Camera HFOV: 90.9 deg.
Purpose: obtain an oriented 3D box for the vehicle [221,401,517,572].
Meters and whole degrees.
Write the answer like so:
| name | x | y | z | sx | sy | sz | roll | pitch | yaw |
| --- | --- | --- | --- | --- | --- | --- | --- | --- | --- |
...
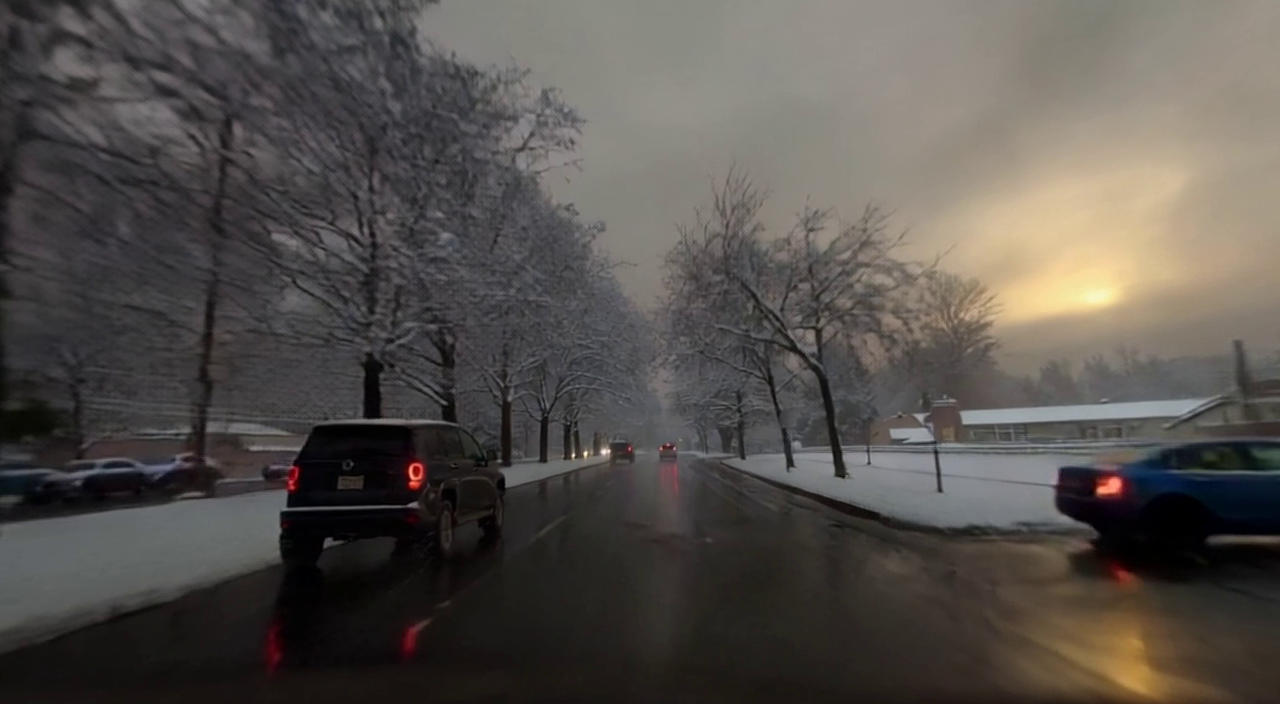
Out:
| name | x | y | z | sx | sy | sz | roll | pitch | yaw |
| --- | --- | --- | --- | --- | --- | --- | --- | --- | --- |
| vehicle | -3.253 | 1.722 | 8.785 | 2.123 | 1.761 | 4.322 | 0 | -9 | 1 |

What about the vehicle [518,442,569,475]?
| name | x | y | z | sx | sy | sz | roll | pitch | yaw |
| --- | --- | --- | --- | --- | --- | --- | --- | --- | --- |
| vehicle | -5.377 | 5.962 | 35.565 | 1.985 | 1.708 | 4.310 | -1 | -9 | 3 |

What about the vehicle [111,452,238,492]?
| name | x | y | z | sx | sy | sz | roll | pitch | yaw |
| --- | --- | --- | --- | --- | --- | --- | --- | --- | --- |
| vehicle | -22.134 | 5.706 | 30.271 | 2.370 | 1.705 | 4.599 | -1 | -9 | 4 |

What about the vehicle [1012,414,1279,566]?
| name | x | y | z | sx | sy | sz | roll | pitch | yaw |
| --- | --- | --- | --- | --- | --- | --- | --- | --- | --- |
| vehicle | 7.785 | 1.659 | 7.909 | 4.824 | 1.646 | 2.077 | -1 | -9 | 9 |
